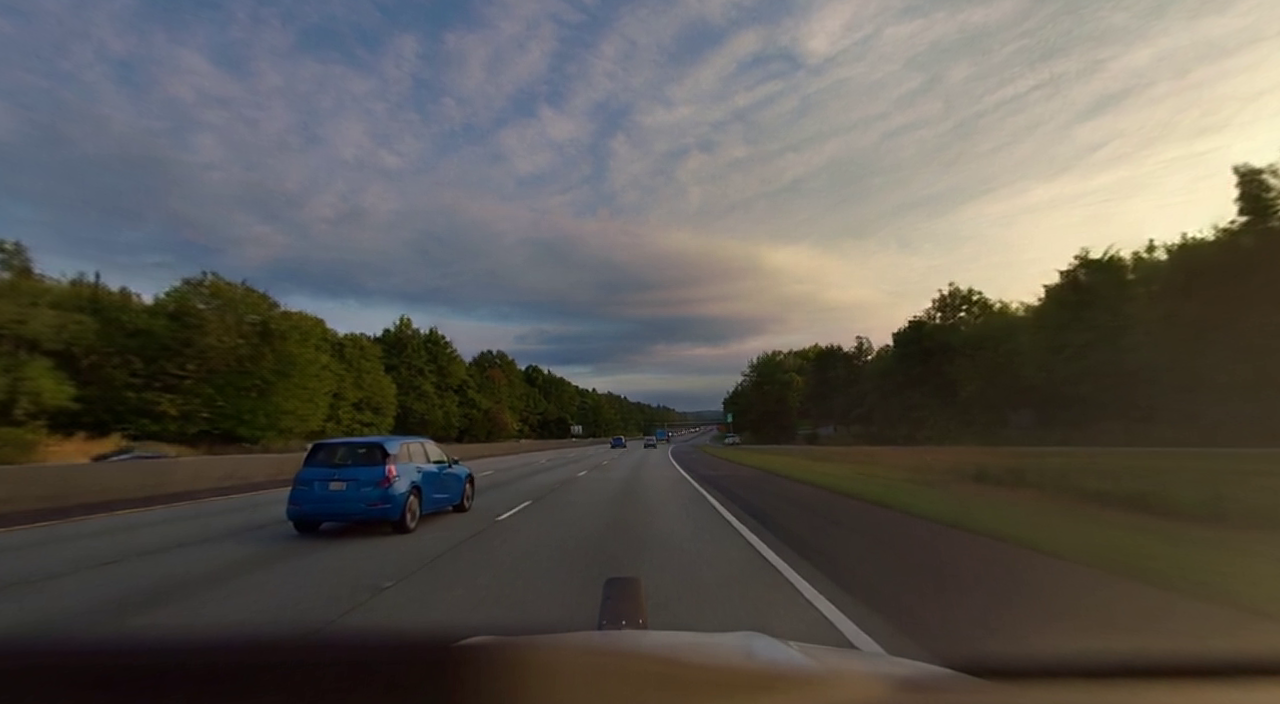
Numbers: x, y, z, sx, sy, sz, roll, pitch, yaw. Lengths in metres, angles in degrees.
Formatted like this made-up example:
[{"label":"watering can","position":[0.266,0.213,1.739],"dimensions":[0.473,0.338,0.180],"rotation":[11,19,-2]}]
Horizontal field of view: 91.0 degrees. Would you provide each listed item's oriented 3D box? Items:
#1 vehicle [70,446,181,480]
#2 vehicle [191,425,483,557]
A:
[{"label":"vehicle","position":[-23.173,4.984,28.556],"dimensions":[1.768,1.432,3.791],"rotation":[0,-8,1]},{"label":"vehicle","position":[-3.966,1.882,9.332],"dimensions":[1.996,1.454,4.495],"rotation":[0,-8,1]}]
